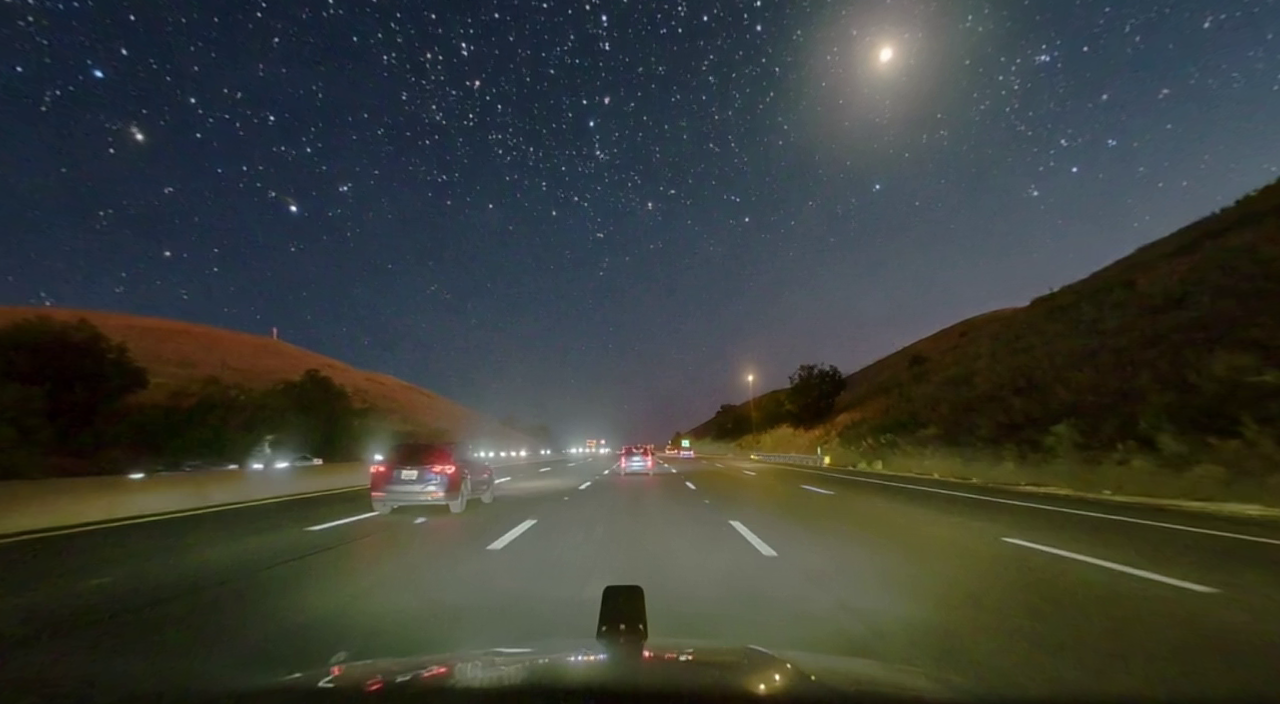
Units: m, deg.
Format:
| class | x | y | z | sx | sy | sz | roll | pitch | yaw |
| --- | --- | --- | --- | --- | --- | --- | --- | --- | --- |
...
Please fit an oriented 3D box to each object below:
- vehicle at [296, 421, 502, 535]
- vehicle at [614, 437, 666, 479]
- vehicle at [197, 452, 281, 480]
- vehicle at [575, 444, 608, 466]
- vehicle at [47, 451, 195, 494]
| class | x | y | z | sx | sy | sz | roll | pitch | yaw |
| --- | --- | --- | --- | --- | --- | --- | --- | --- | --- |
| vehicle | -4.060 | 2.188 | 11.541 | 2.076 | 1.690 | 4.113 | 0 | -8 | 1 |
| vehicle | 0.010 | 4.639 | 27.832 | 2.086 | 1.685 | 4.206 | 0 | -8 | 0 |
| vehicle | -23.938 | 6.792 | 37.898 | 1.947 | 1.473 | 4.731 | 0 | -8 | 0 |
| vehicle | -3.578 | 7.676 | 47.249 | 2.061 | 1.549 | 4.321 | 0 | -8 | 0 |
| vehicle | -19.985 | 4.634 | 24.608 | 1.892 | 1.461 | 4.547 | 0 | -8 | 0 |
